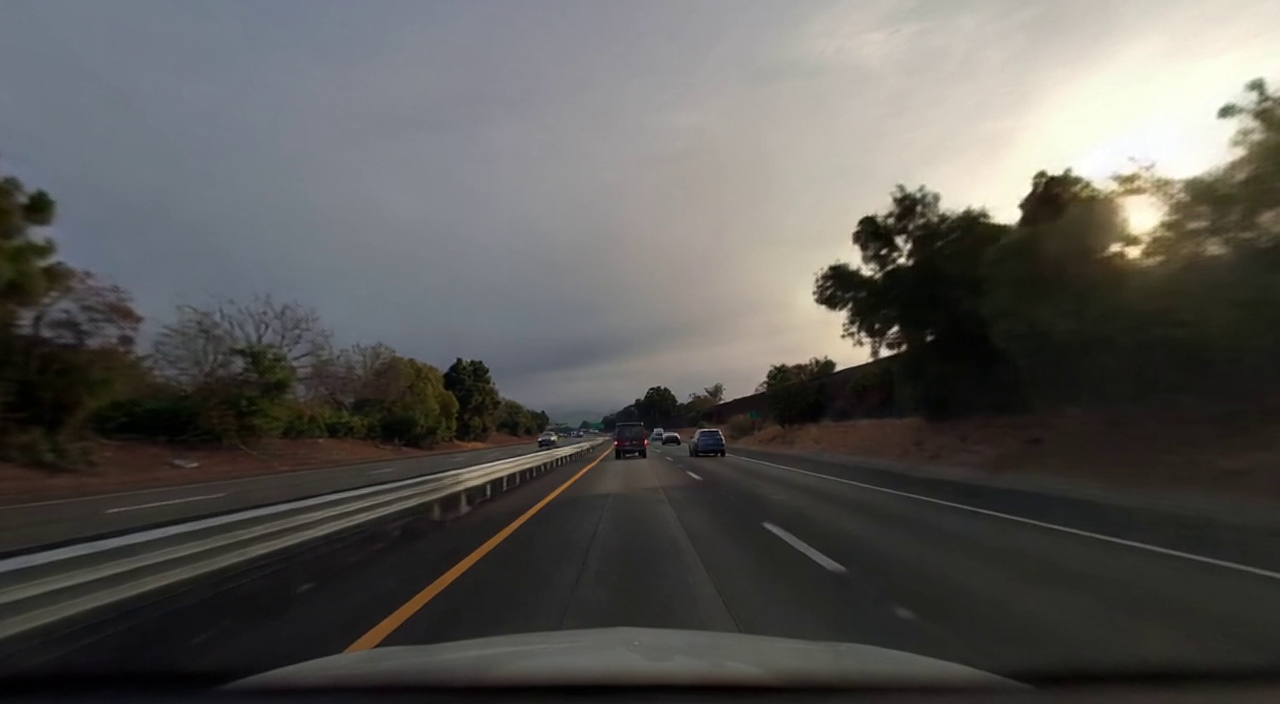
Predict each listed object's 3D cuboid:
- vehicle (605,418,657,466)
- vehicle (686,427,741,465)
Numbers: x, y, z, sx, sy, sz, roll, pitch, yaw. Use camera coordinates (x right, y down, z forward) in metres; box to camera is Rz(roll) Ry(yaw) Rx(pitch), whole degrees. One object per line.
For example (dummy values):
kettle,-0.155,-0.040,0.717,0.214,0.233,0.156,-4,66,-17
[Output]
vehicle,-0.457,4.210,29.596,2.270,2.044,4.633,0,-8,-2
vehicle,3.338,4.348,29.311,1.981,1.606,3.956,0,-8,-2
